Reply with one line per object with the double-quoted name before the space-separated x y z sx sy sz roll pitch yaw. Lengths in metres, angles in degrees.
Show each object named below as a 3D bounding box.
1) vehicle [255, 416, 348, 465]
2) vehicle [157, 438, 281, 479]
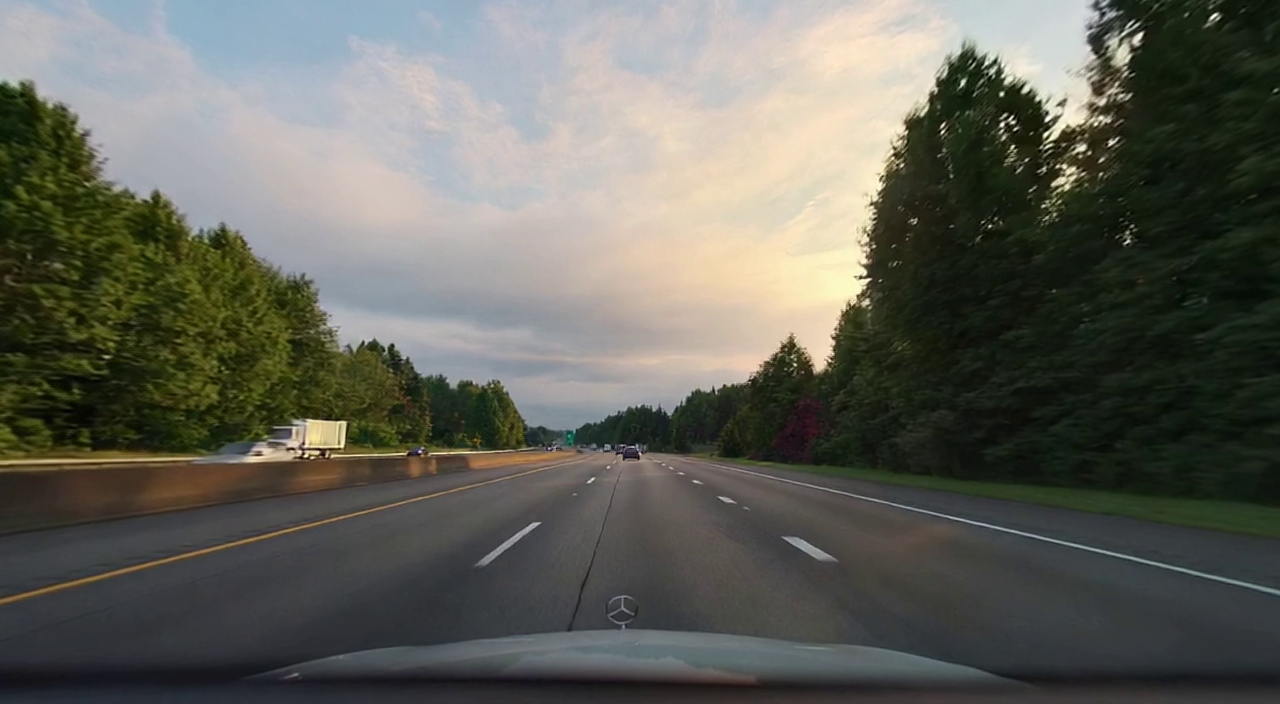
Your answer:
"vehicle" -24.788 6.581 46.706 2.659 3.306 7.765 1 -9 -2
"vehicle" -16.527 4.196 25.067 1.968 1.437 4.268 0 -9 0
